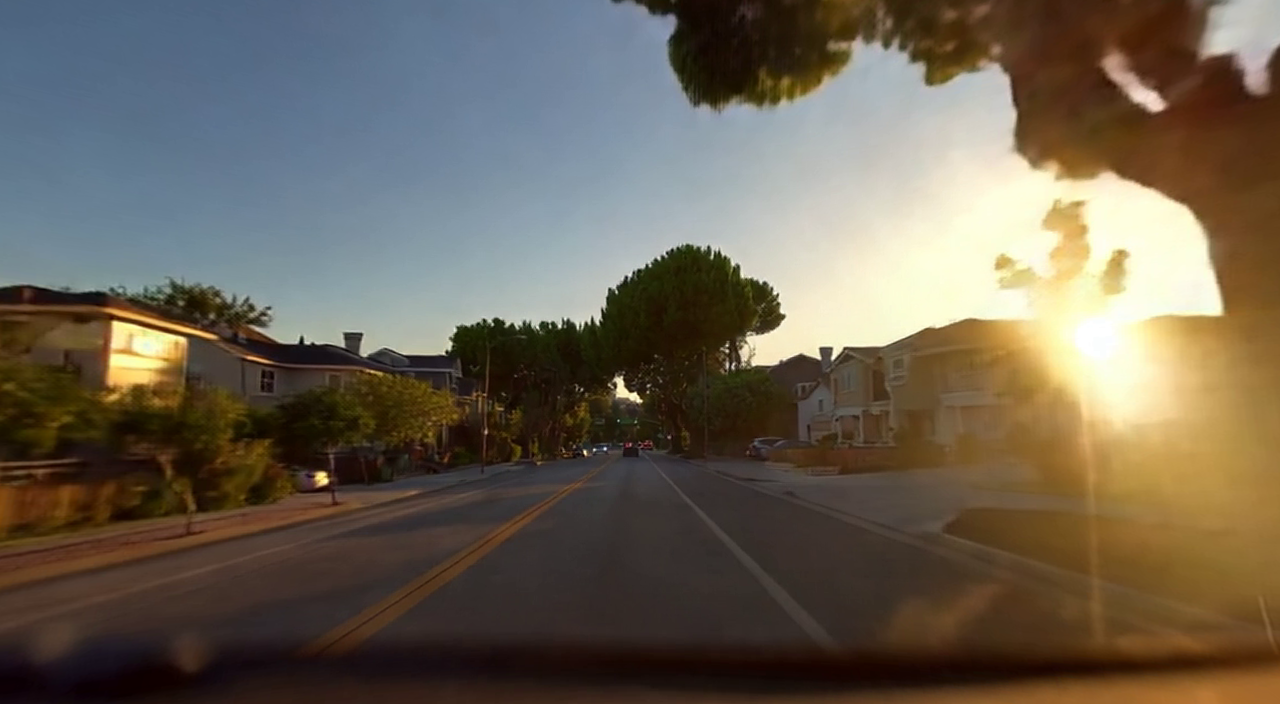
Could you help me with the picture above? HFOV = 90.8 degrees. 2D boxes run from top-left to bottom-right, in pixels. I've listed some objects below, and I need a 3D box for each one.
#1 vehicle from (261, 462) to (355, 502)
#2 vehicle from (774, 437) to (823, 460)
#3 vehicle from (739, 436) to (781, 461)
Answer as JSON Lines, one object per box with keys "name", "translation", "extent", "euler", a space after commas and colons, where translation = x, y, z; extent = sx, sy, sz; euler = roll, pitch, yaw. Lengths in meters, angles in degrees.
{"name": "vehicle", "translation": [-15.446, 6.034, 29.712], "extent": [2.124, 1.538, 4.237], "euler": [-1, -8, 0]}
{"name": "vehicle", "translation": [11.806, 7.245, 47.541], "extent": [2.181, 1.530, 4.867], "euler": [-2, -8, -3]}
{"name": "vehicle", "translation": [8.978, 7.257, 47.643], "extent": [2.121, 1.785, 4.693], "euler": [0, -9, -1]}
